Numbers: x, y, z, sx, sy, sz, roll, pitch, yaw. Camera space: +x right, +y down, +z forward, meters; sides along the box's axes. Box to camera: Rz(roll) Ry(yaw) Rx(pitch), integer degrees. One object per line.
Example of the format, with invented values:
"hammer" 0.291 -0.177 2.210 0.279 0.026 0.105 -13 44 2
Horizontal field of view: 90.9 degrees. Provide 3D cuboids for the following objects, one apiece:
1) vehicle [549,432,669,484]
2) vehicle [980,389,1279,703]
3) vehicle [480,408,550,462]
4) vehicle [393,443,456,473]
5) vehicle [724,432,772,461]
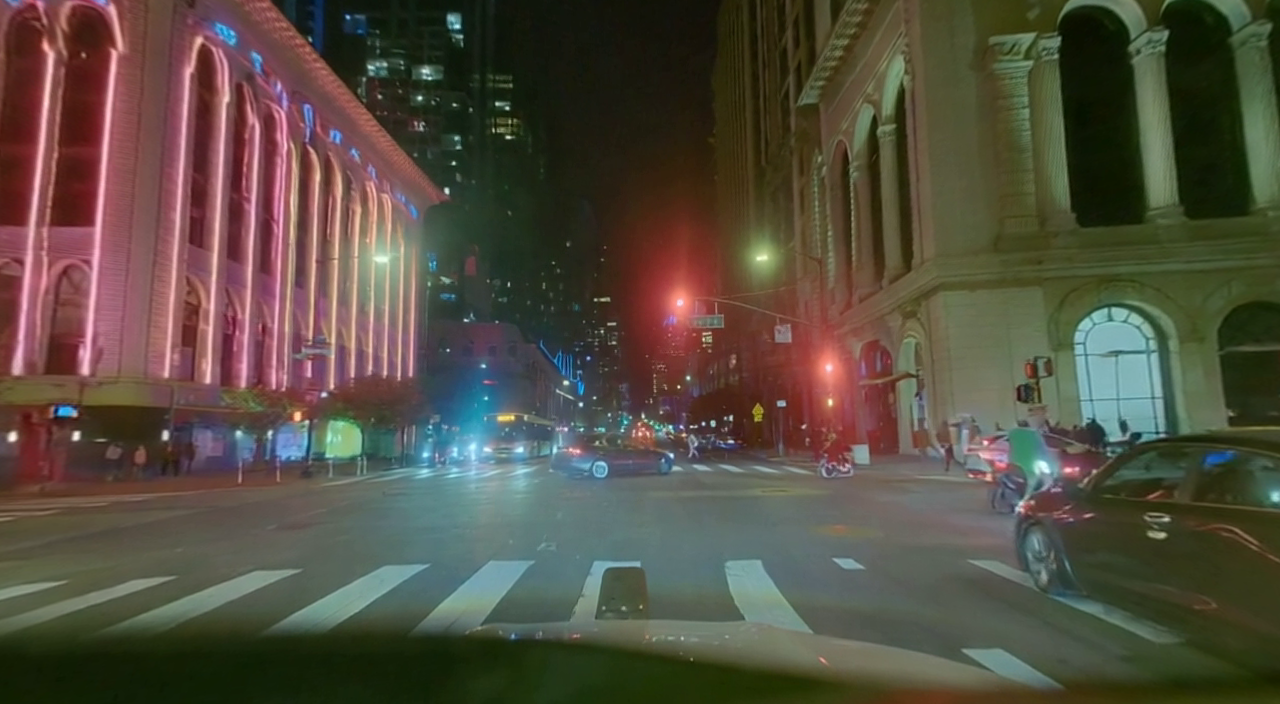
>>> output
"vehicle" -1.246 3.488 21.387 2.050 1.465 5.388 2 -8 -27
"vehicle" 4.121 1.116 4.148 2.006 1.495 4.271 -2 -8 10
"vehicle" -8.728 6.058 45.411 2.916 3.427 10.189 0 -8 0
"vehicle" -11.952 5.883 35.272 1.998 1.505 4.405 0 -8 0
"vehicle" 6.230 5.502 36.824 1.926 1.574 3.961 0 -8 -2
